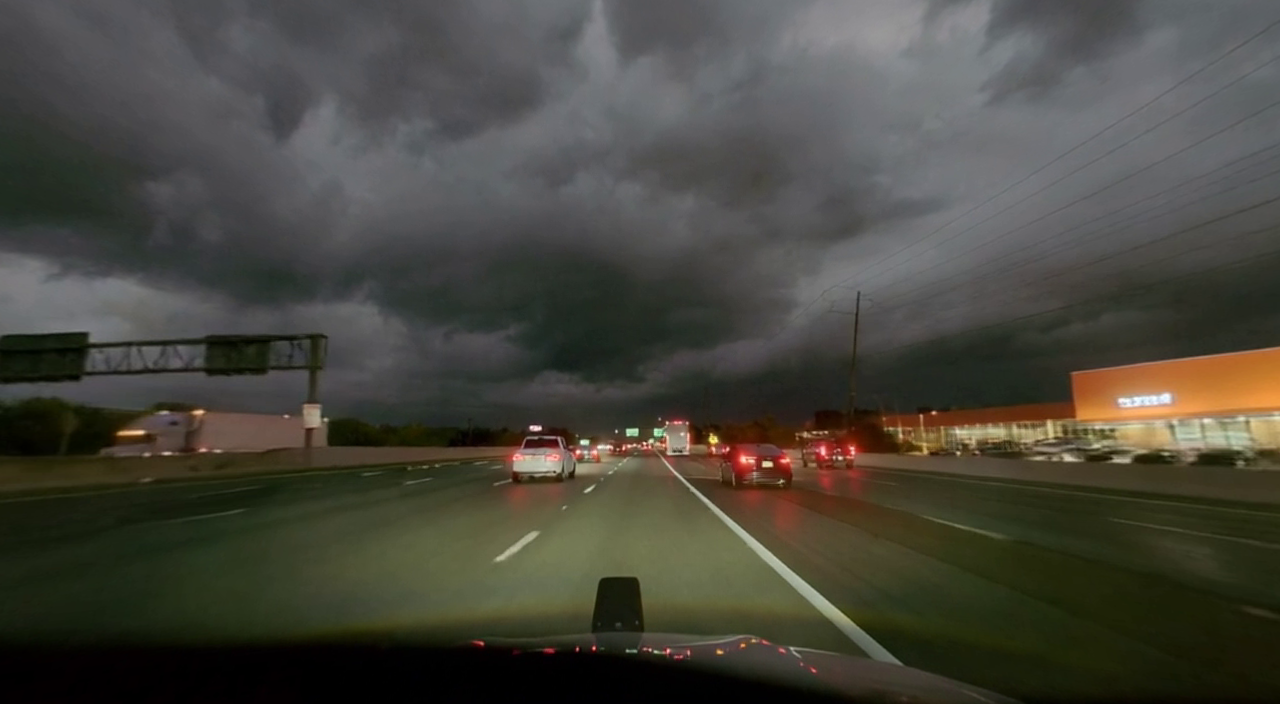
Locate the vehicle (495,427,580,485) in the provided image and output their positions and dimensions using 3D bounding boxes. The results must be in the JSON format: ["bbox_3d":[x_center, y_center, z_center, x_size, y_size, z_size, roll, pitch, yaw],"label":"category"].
[{"bbox_3d":[-3.490,3.664,22.372,2.130,1.799,4.583,0,-9,1],"label":"vehicle"}]

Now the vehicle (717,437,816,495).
[{"bbox_3d":[3.580,3.328,18.742,1.980,1.501,4.433,0,-9,-1],"label":"vehicle"}]

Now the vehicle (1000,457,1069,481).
[{"bbox_3d":[29.397,8.716,46.971,3.800,1.507,1.789,-3,-9,3],"label":"vehicle"}]

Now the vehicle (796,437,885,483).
[{"bbox_3d":[7.561,4.114,24.238,2.075,1.587,3.947,0,-9,-1],"label":"vehicle"}]

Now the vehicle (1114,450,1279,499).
[{"bbox_3d":[27.906,6.130,31.762,5.755,2.190,2.484,-2,-9,2],"label":"vehicle"}]

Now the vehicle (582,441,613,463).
[{"bbox_3d":[-3.046,7.334,46.260,1.929,1.521,4.097,0,-9,1],"label":"vehicle"}]

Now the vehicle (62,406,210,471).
[{"bbox_3d":[-31.843,5.574,40.297,3.047,3.762,7.103,0,-9,4],"label":"vehicle"}]
